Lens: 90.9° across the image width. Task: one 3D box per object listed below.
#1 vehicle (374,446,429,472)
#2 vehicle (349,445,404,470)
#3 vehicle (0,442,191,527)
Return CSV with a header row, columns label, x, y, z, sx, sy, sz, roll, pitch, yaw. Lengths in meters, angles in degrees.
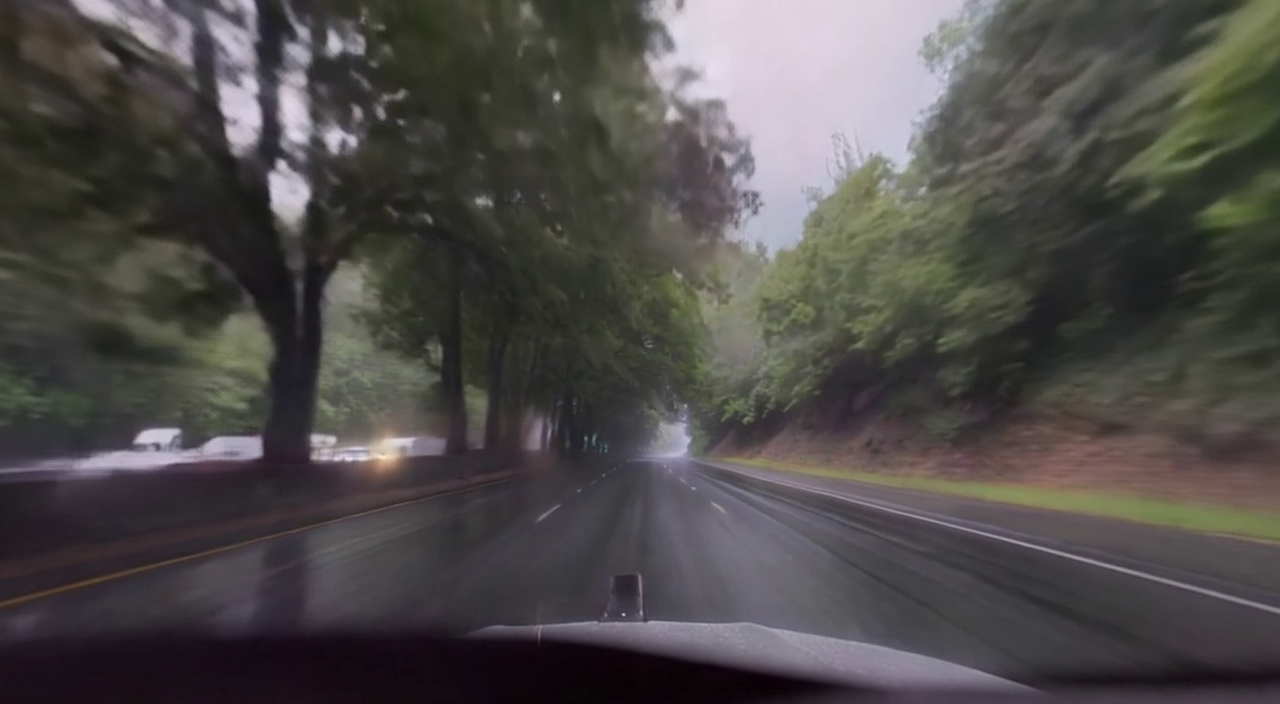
label,x,y,z,sx,sy,sz,roll,pitch,yaw
vehicle,-15.230,6.858,40.512,1.824,1.545,4.057,-1,-9,2
vehicle,-19.055,7.645,45.740,2.017,1.682,4.394,0,-9,1
vehicle,-11.910,2.658,13.154,1.865,1.461,4.310,0,-9,0
